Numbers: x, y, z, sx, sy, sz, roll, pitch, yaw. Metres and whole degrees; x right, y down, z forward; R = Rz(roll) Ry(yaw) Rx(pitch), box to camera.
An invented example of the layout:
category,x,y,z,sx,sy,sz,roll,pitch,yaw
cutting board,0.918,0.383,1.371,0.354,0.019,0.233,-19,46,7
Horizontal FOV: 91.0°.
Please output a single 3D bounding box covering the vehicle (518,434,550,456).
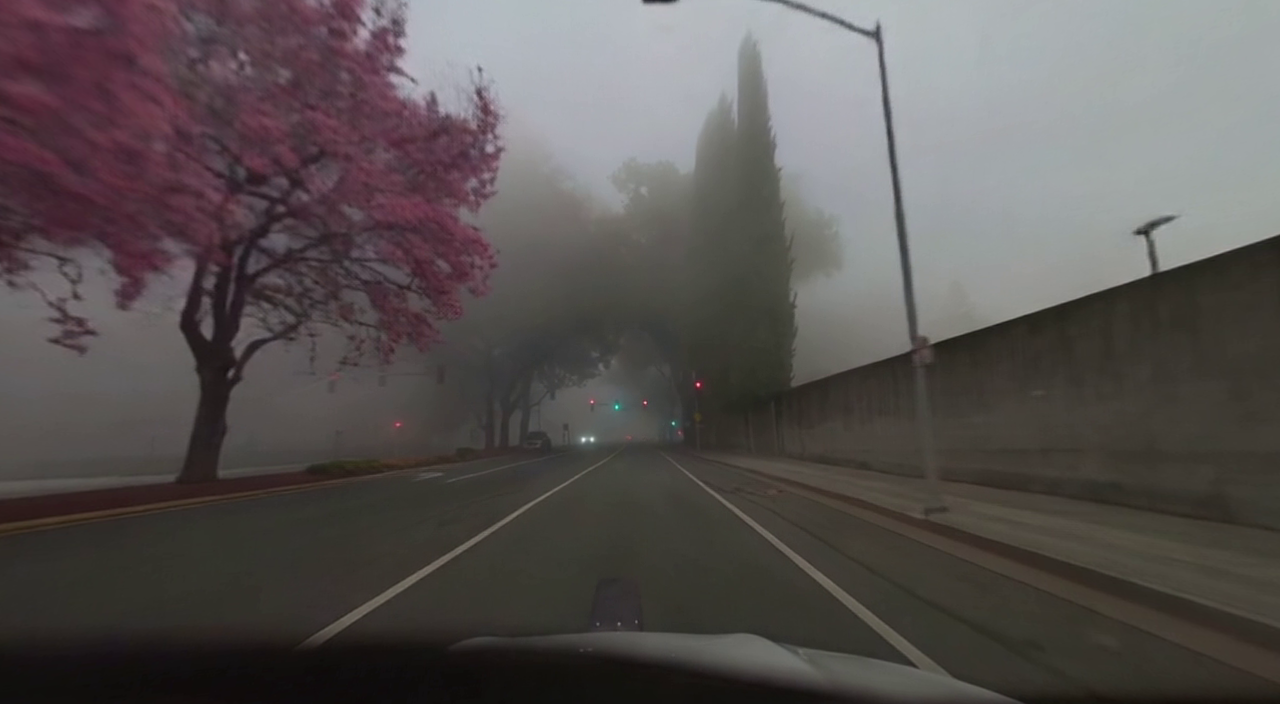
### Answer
category,x,y,z,sx,sy,sz,roll,pitch,yaw
vehicle,-7.904,6.991,47.202,1.783,1.501,4.307,-1,-8,-1
